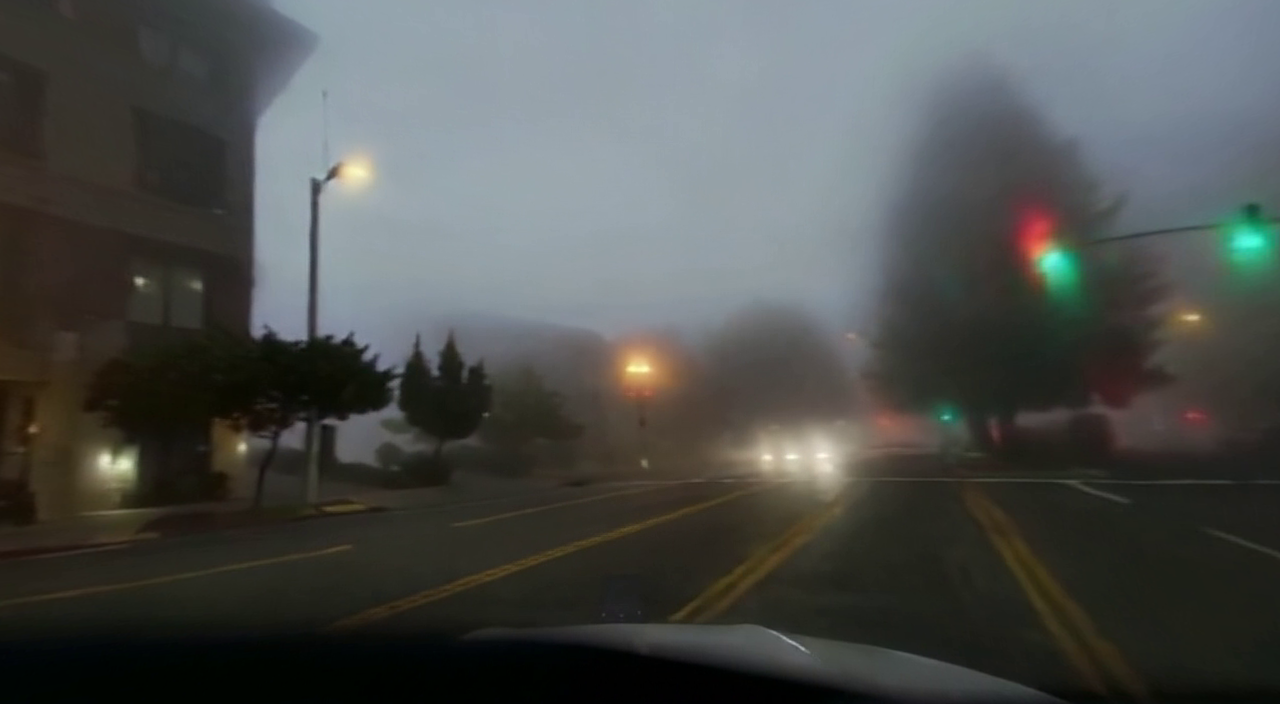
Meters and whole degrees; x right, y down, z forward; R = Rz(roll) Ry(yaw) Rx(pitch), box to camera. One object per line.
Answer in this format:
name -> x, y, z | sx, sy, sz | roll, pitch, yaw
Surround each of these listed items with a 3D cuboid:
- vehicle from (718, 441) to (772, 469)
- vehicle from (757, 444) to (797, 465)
vehicle -> 6.844, 6.657, 40.966 | 2.075, 1.708, 4.335 | -5, -10, 29
vehicle -> 10.179, 7.563, 46.694 | 1.719, 1.440, 4.201 | -5, -10, 29
